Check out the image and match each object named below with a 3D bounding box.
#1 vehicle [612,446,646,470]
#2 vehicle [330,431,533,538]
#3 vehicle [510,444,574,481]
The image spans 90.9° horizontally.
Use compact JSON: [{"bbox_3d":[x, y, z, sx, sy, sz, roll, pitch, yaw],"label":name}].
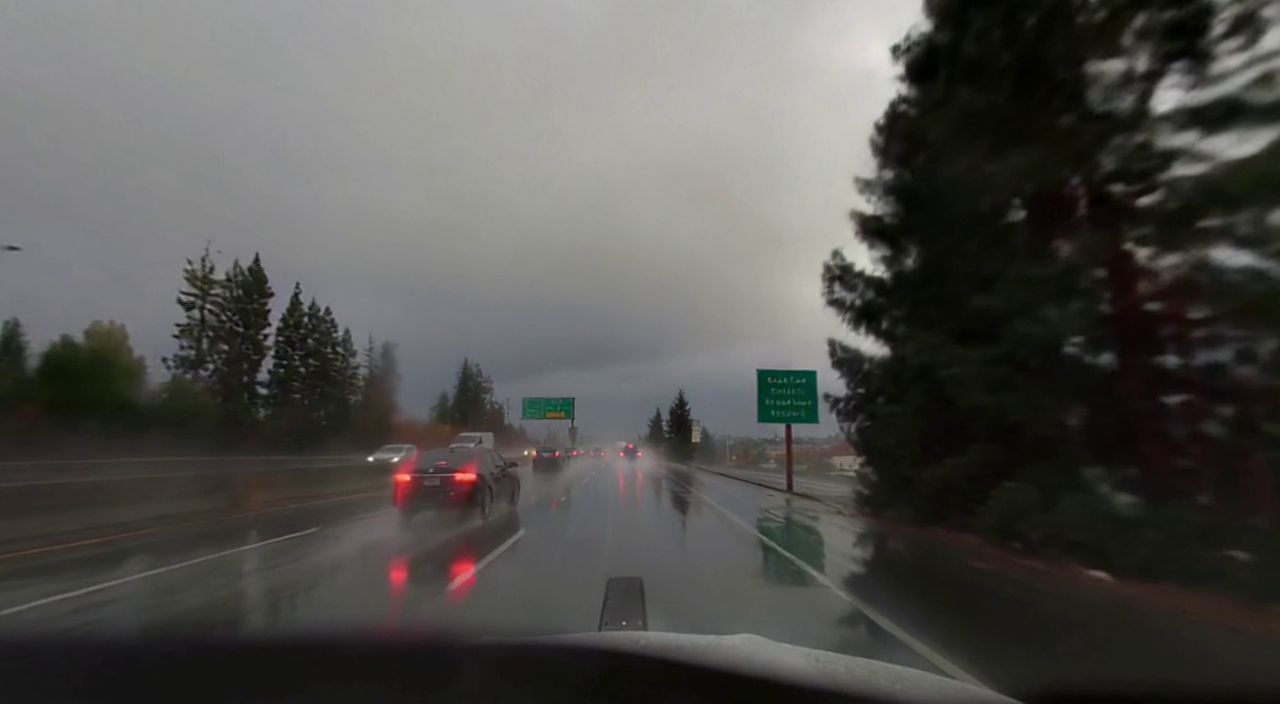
[{"bbox_3d":[-0.700,6.863,41.011,2.100,1.471,3.956,0,-8,-1],"label":"vehicle"},{"bbox_3d":[-3.382,2.239,11.362,2.067,1.509,4.551,0,-8,1],"label":"vehicle"},{"bbox_3d":[-4.197,4.797,27.717,2.107,1.453,4.462,0,-8,0],"label":"vehicle"}]
